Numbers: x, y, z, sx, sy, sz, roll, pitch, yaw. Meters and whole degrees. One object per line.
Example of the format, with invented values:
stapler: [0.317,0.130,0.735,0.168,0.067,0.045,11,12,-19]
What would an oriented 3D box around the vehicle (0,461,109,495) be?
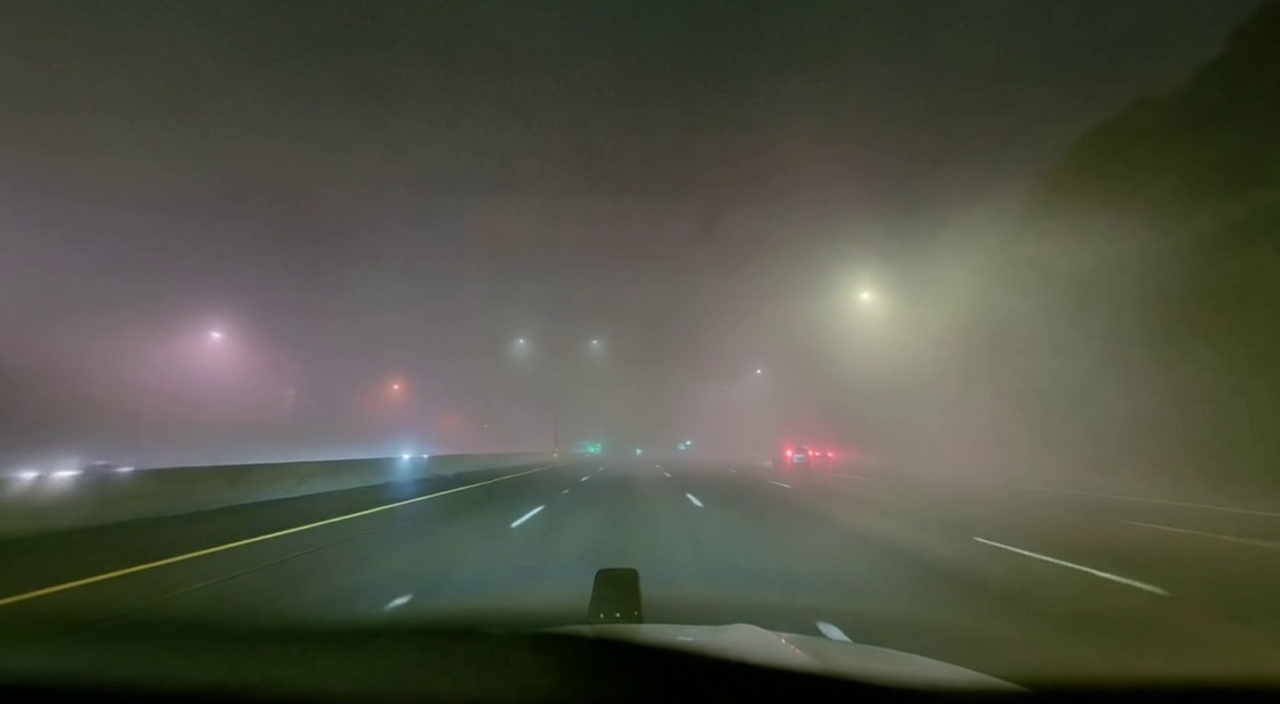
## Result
vehicle: [-29.270,6.214,31.504,1.778,1.472,4.444,0,-9,-3]
